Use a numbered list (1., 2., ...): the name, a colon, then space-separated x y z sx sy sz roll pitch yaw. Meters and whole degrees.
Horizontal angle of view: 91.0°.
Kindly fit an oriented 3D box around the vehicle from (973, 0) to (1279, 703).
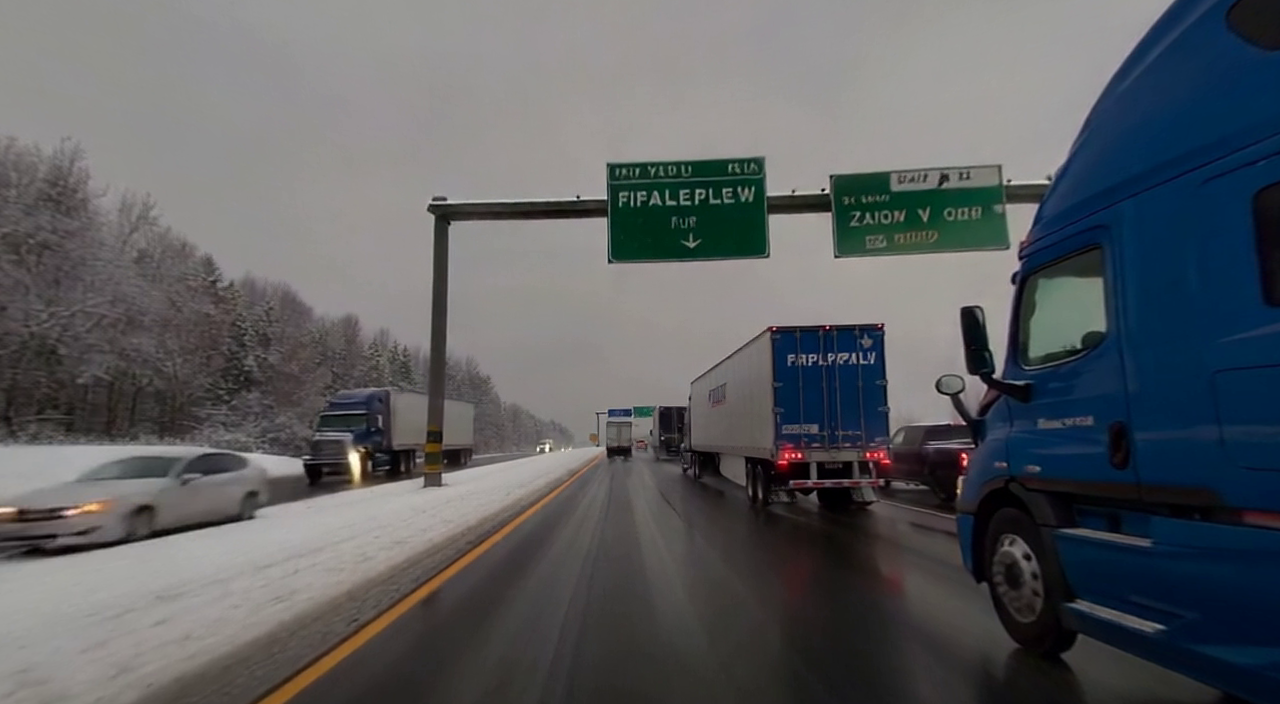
1. vehicle: 4.023 -0.226 1.479 2.951 3.857 5.902 0 -8 -2

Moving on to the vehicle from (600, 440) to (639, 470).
1. vehicle: -1.076 5.447 33.474 1.943 1.491 3.459 0 -8 -1

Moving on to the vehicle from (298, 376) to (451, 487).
1. vehicle: -13.064 4.206 32.792 2.972 4.669 12.286 0 -8 -2

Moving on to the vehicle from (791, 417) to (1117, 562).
1. vehicle: 4.434 1.745 8.808 4.253 1.543 2.045 4 -9 -31

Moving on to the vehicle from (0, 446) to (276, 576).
1. vehicle: -8.455 2.417 10.523 2.045 1.603 4.731 0 -8 -2

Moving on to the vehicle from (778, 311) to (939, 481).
1. vehicle: 4.148 0.898 12.367 2.244 3.047 2.035 0 -8 -2
